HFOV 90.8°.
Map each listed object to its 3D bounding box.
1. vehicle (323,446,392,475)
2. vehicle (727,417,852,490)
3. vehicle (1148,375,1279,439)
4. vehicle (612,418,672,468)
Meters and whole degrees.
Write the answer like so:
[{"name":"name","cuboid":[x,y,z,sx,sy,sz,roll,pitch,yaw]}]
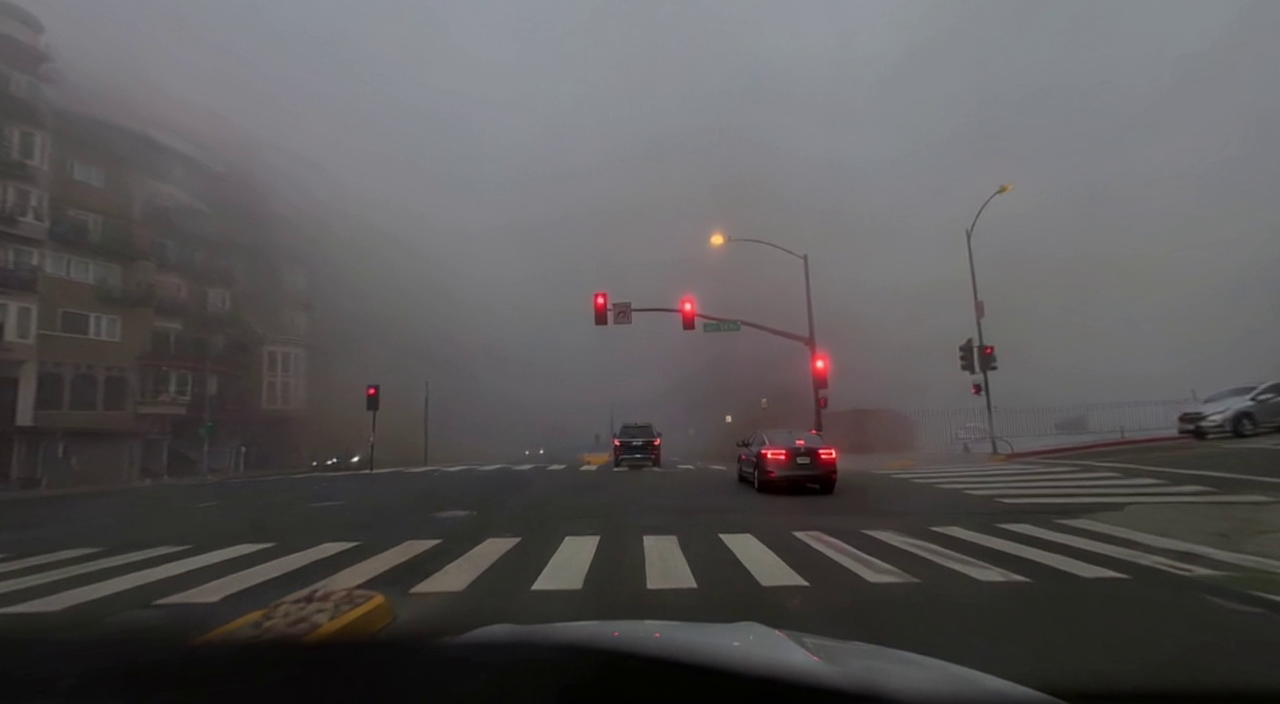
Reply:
[{"name":"vehicle","cuboid":[-17.165,6.594,38.674,2.011,1.630,4.541,0,-9,1]},{"name":"vehicle","cuboid":[3.495,2.497,15.761,1.987,1.538,4.510,0,-9,0]},{"name":"vehicle","cuboid":[20.239,1.729,20.627,5.146,1.699,2.269,-5,-10,0]},{"name":"vehicle","cuboid":[0.113,3.612,25.015,2.168,1.776,4.135,0,-9,1]}]
